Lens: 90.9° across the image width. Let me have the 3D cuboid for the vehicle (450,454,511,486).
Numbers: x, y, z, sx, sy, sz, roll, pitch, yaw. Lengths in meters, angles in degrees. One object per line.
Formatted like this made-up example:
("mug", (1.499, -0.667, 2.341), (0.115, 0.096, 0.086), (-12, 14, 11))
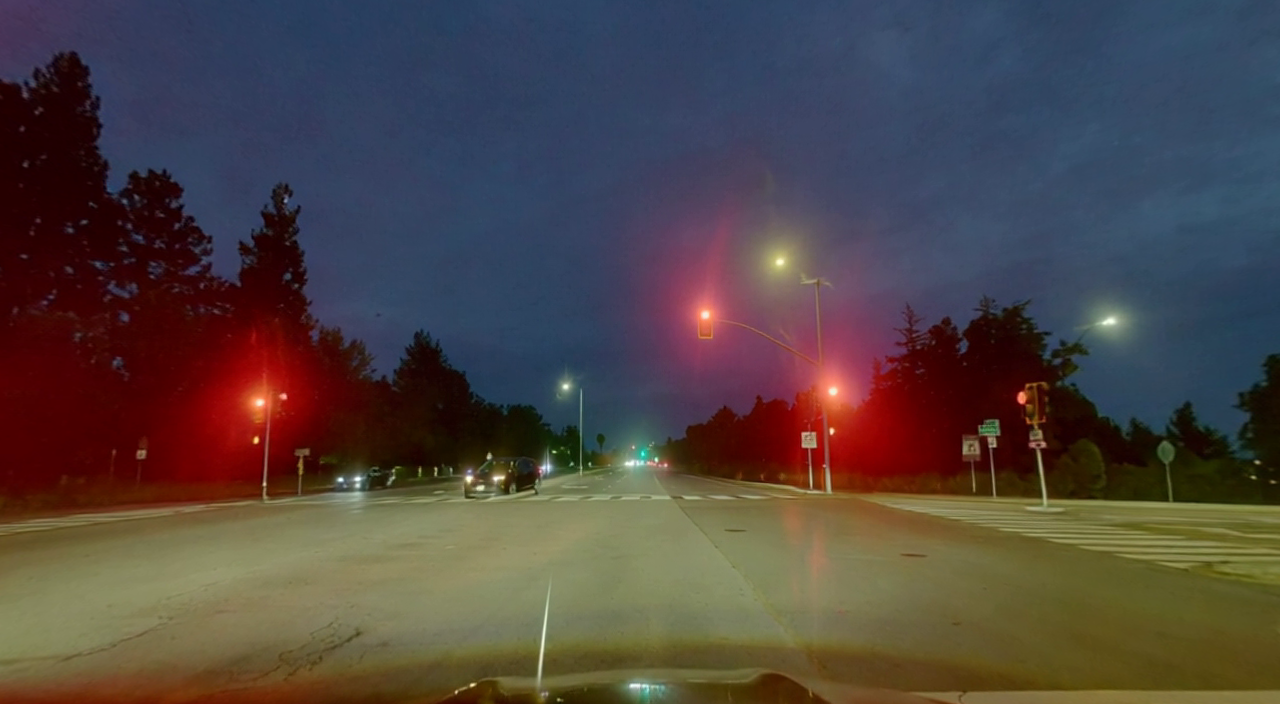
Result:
("vehicle", (-8.030, 5.974, 32.087), (1.960, 1.433, 4.213), (0, -8, 1))

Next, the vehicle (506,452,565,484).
("vehicle", (-5.237, 5.864, 32.117), (2.107, 1.456, 4.728), (0, -8, 1))

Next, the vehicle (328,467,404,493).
("vehicle", (-18.401, 8.603, 42.537), (2.029, 1.500, 4.491), (-4, -9, 24))
